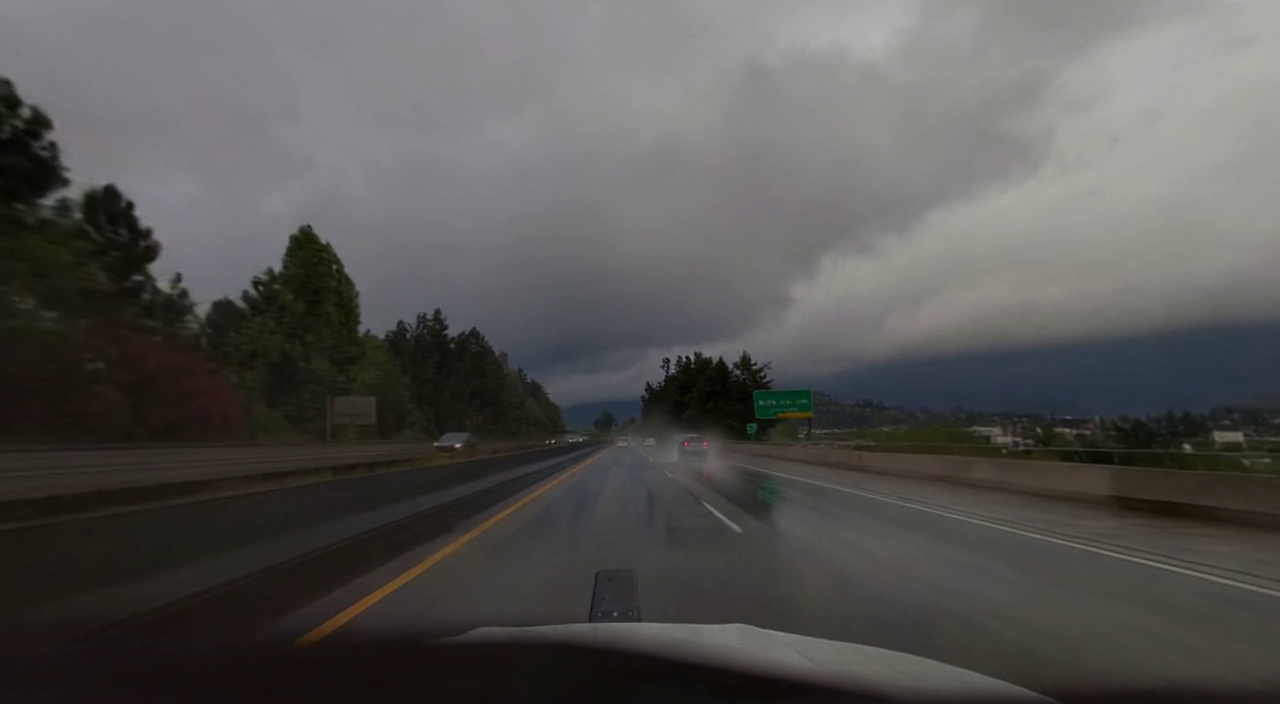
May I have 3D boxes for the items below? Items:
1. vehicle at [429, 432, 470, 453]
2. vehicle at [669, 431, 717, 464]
[{"bbox_3d":[-14.703,7.027,48.898,1.989,1.531,3.818,0,-8,-1],"label":"vehicle"},{"bbox_3d":[2.838,5.246,34.860,2.085,1.681,4.436,0,-8,-2],"label":"vehicle"}]
